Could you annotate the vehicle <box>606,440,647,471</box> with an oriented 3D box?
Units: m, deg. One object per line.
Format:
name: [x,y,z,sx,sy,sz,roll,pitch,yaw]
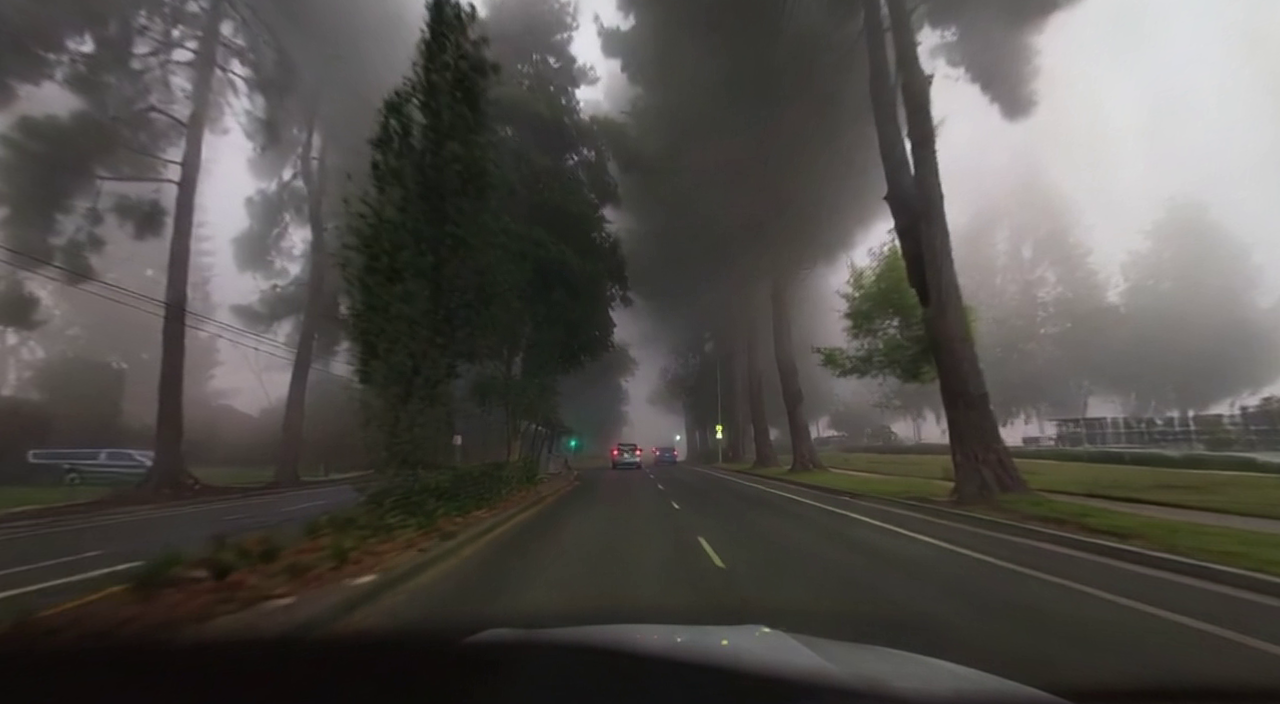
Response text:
vehicle: [-0.766,5.677,34.832,2.109,1.612,3.963,0,-8,-2]

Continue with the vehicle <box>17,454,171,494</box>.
vehicle: [-22.523,5.027,26.134,4.589,1.557,1.887,0,-8,0]
